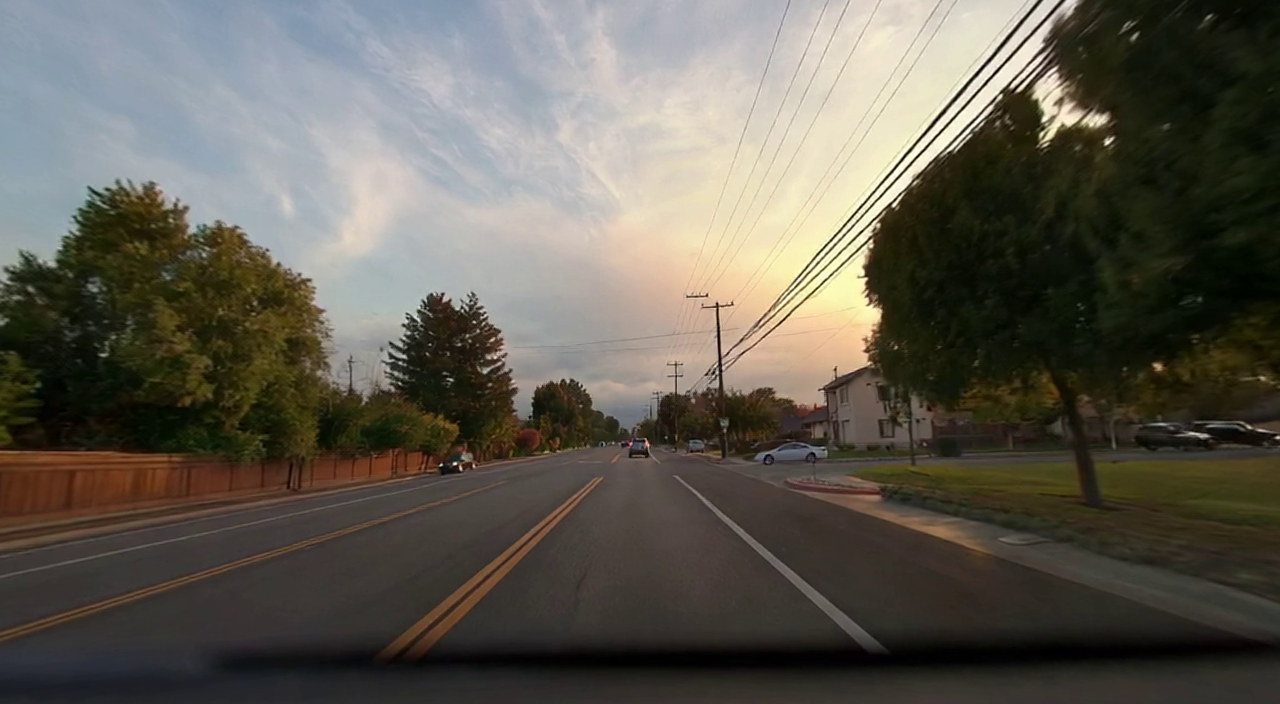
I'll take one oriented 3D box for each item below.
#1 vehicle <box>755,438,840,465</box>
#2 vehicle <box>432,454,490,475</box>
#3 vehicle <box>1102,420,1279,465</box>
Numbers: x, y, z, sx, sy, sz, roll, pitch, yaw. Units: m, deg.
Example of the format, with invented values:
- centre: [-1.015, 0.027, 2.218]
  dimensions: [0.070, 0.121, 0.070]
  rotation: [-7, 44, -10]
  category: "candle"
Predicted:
- centre: [8.773, 5.595, 35.403]
  dimensions: [4.487, 1.461, 1.874]
  rotation: [-1, -9, 9]
  category: "vehicle"
- centre: [-12.168, 7.674, 43.213]
  dimensions: [2.530, 1.265, 4.495]
  rotation: [-1, -8, 2]
  category: "vehicle"
- centre: [23.927, 3.962, 27.548]
  dimensions: [5.449, 1.883, 2.354]
  rotation: [0, -8, 1]
  category: "vehicle"
